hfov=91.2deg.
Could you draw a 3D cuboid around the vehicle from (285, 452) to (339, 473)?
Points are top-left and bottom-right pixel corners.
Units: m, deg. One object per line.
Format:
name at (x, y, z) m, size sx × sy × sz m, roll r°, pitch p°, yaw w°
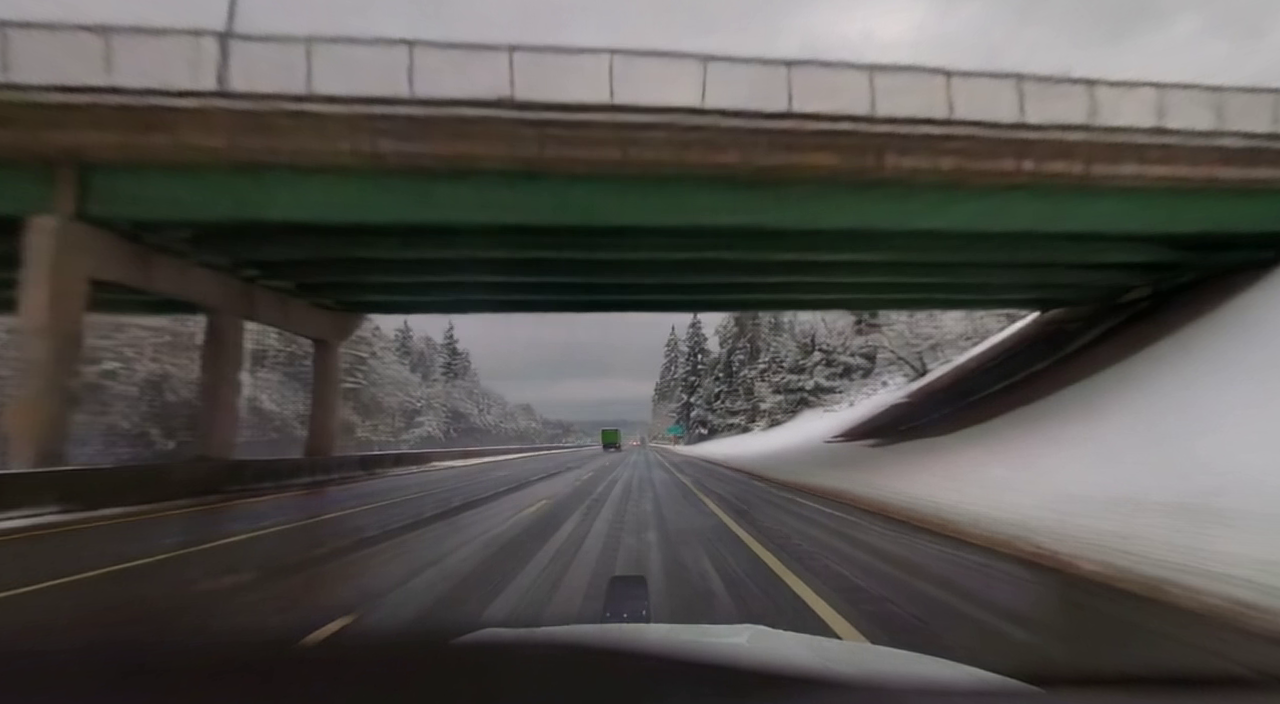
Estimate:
vehicle at (-25.509, 8.573, 48.938) m, size 1.794 × 1.521 × 4.571 m, roll 0°, pitch -8°, yaw -1°
